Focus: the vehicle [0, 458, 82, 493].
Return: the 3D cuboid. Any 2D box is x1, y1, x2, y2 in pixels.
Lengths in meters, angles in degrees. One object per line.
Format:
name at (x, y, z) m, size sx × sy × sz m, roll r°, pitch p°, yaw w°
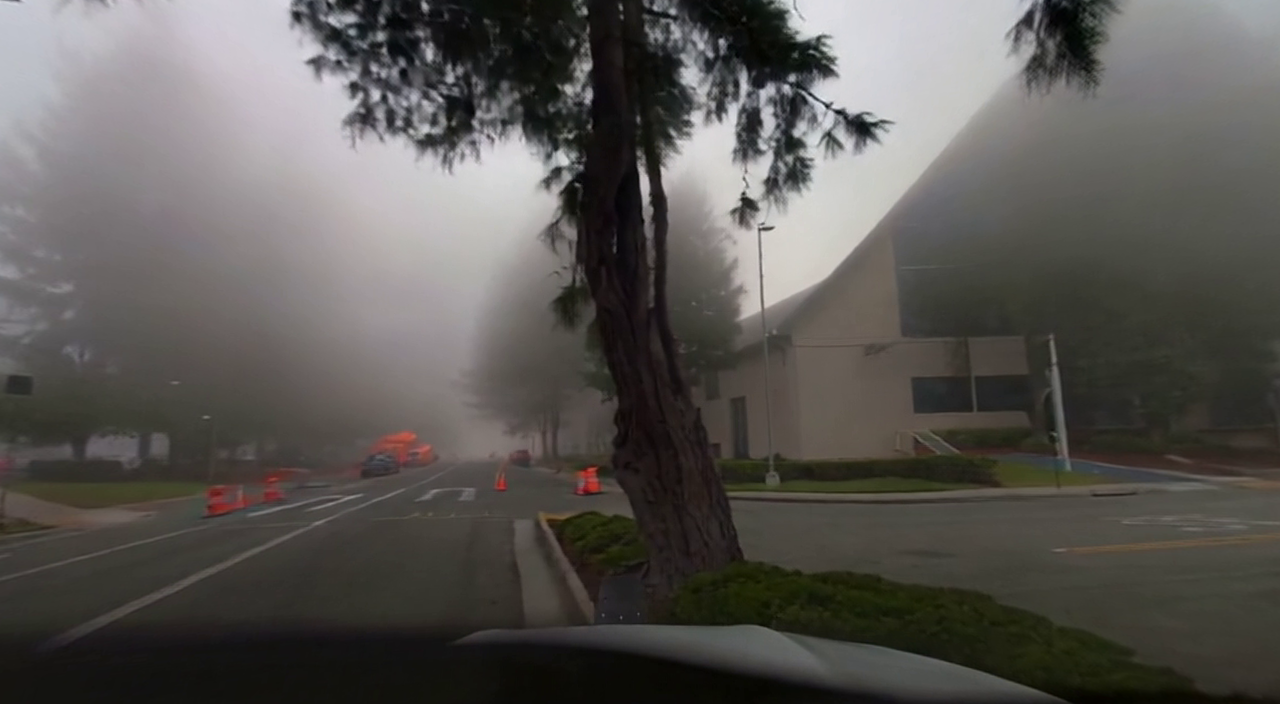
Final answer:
vehicle at (-28.571, 5.702, 29.507) m, size 1.771 × 1.432 × 4.363 m, roll 2°, pitch -9°, yaw -13°
